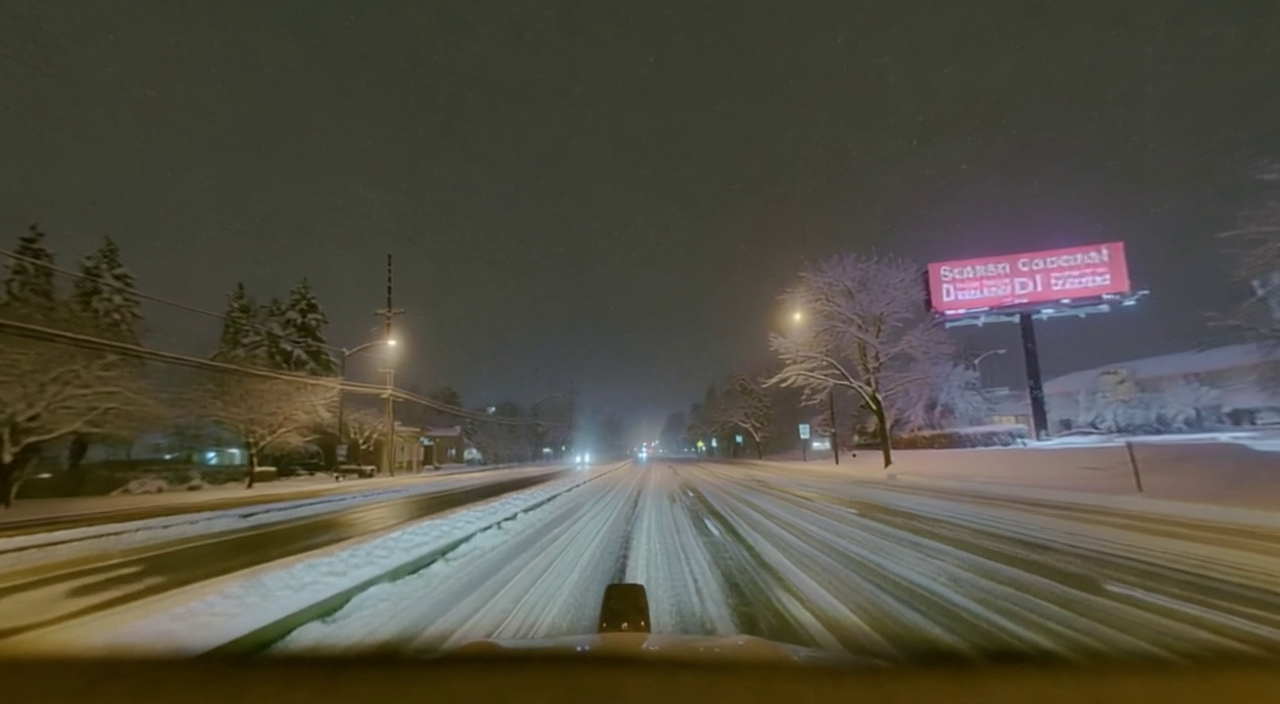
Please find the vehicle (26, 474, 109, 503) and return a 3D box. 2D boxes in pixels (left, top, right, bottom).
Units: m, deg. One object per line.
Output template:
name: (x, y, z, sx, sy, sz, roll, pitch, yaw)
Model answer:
vehicle: (-36.983, 8.799, 40.838, 1.736, 1.540, 3.854, 0, -8, 0)
